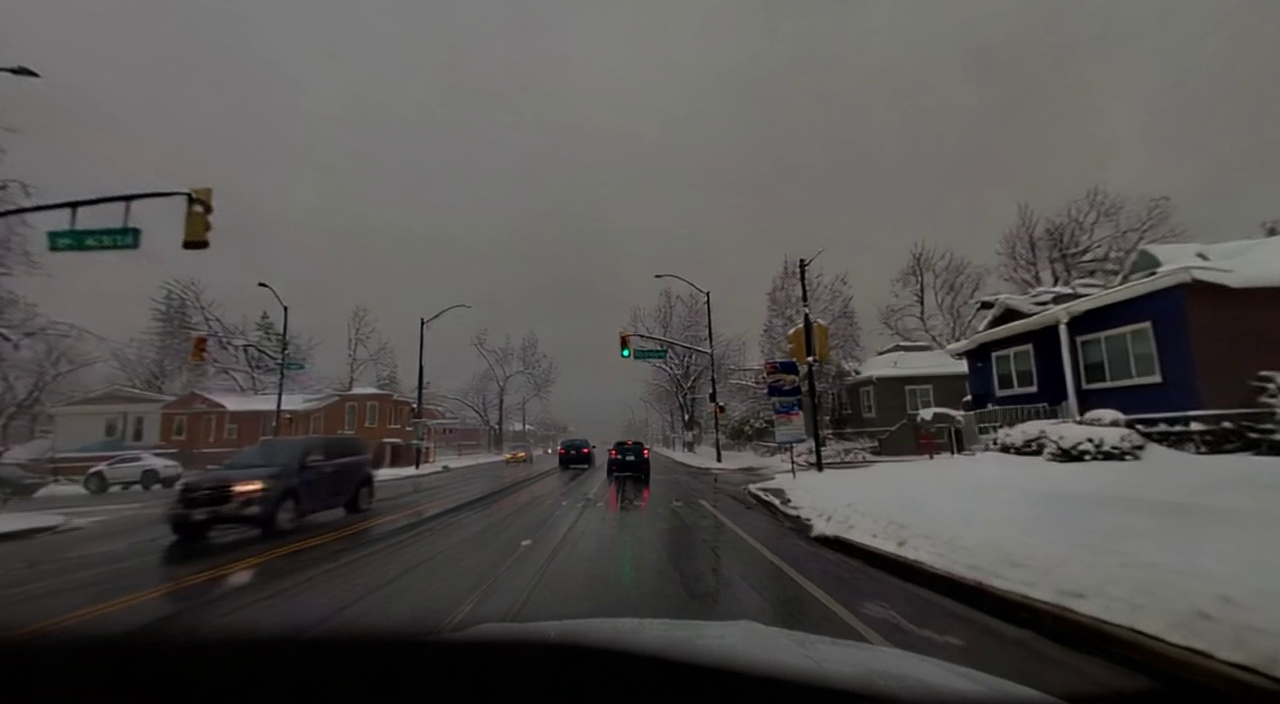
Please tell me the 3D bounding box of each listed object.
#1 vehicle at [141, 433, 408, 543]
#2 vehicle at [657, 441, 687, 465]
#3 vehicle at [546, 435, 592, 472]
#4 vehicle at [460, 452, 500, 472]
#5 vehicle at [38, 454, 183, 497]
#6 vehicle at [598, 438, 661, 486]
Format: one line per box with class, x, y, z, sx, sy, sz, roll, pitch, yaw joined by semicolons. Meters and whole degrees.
vehicle;-6.339;2.390;11.873;2.048;1.601;5.047;0;-8;-1
vehicle;2.392;7.601;47.496;1.969;1.725;4.387;0;-8;-1
vehicle;-3.724;5.392;33.532;1.983;1.841;4.013;0;-8;0
vehicle;-12.396;8.529;49.012;1.913;1.475;4.372;0;-8;1
vehicle;-23.232;5.420;27.735;4.537;1.755;1.933;0;-9;-1
vehicle;-0.383;3.832;22.171;1.998;1.518;4.015;0;-8;-1
